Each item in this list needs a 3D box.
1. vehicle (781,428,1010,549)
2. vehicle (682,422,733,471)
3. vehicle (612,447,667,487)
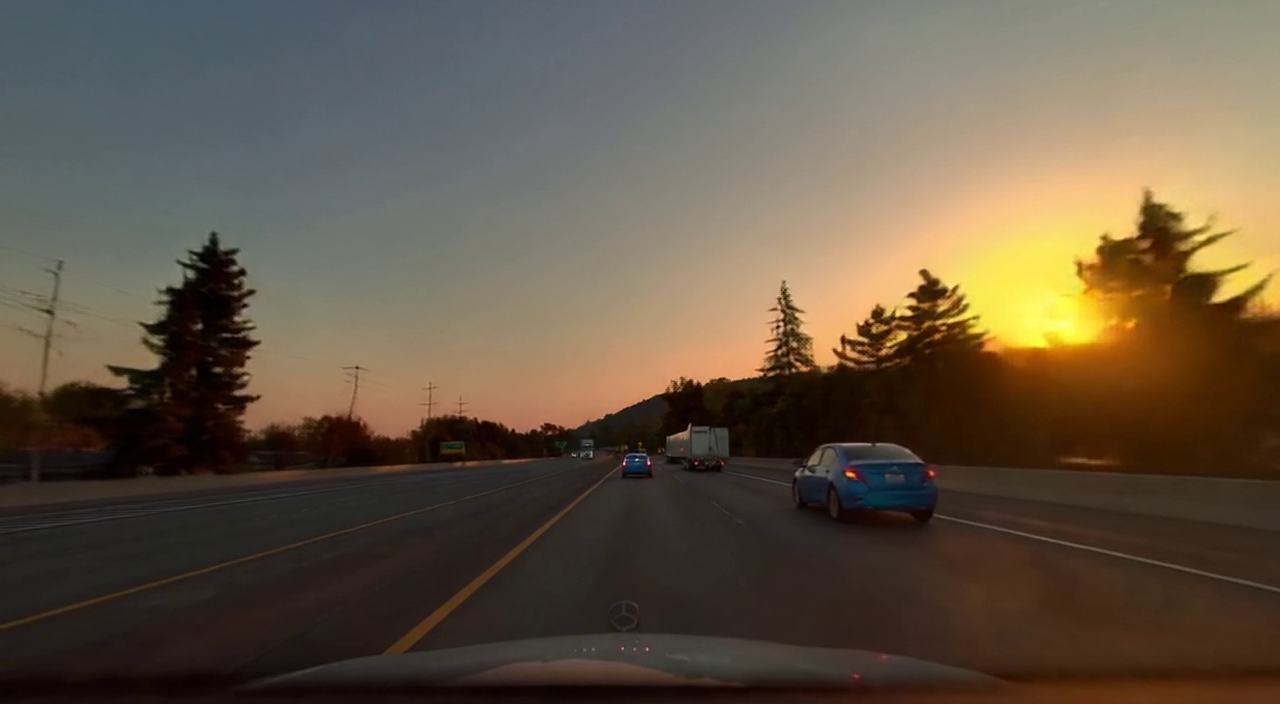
[{"bbox_3d":[3.781,2.089,10.231,1.953,1.540,4.101,-1,-9,-1],"label":"vehicle"},{"bbox_3d":[4.682,6.795,45.047,2.791,3.201,7.145,-1,-9,-1],"label":"vehicle"},{"bbox_3d":[-0.026,4.655,25.667,2.066,1.490,3.759,-1,-9,0],"label":"vehicle"}]
